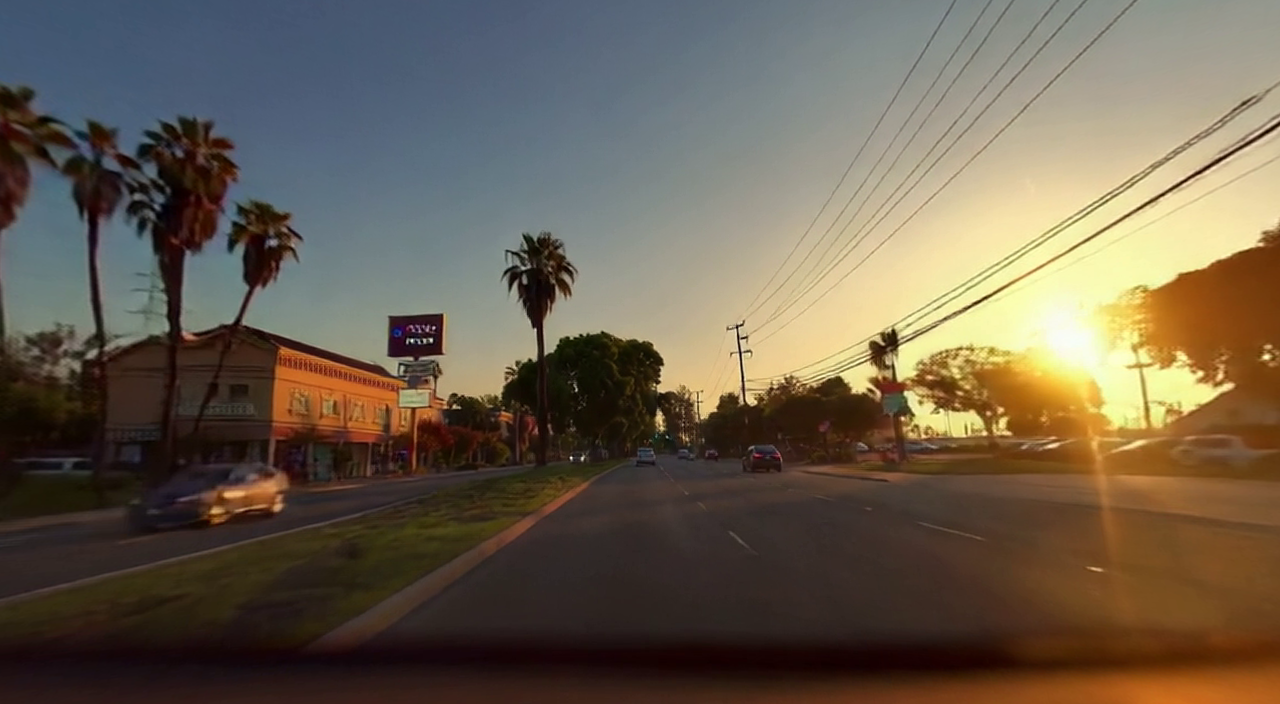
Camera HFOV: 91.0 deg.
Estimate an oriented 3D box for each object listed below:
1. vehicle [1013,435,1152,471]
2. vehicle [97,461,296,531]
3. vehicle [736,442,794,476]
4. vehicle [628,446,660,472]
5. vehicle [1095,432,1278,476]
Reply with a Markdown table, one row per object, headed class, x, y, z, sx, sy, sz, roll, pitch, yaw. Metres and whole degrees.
| class | x | y | z | sx | sy | sz | roll | pitch | yaw |
| --- | --- | --- | --- | --- | --- | --- | --- | --- | --- |
| vehicle | 20.212 | 4.651 | 28.951 | 4.728 | 1.520 | 2.107 | -1 | -9 | 1 |
| vehicle | -11.470 | 3.721 | 16.821 | 1.942 | 1.497 | 4.582 | 0 | -9 | 1 |
| vehicle | 6.791 | 5.873 | 34.808 | 2.252 | 1.718 | 4.617 | 0 | -9 | 0 |
| vehicle | 0.282 | 7.340 | 43.412 | 2.138 | 1.702 | 4.168 | 0 | -9 | 1 |
| vehicle | 19.950 | 3.740 | 23.168 | 4.768 | 1.512 | 1.986 | 0 | -9 | 1 |
